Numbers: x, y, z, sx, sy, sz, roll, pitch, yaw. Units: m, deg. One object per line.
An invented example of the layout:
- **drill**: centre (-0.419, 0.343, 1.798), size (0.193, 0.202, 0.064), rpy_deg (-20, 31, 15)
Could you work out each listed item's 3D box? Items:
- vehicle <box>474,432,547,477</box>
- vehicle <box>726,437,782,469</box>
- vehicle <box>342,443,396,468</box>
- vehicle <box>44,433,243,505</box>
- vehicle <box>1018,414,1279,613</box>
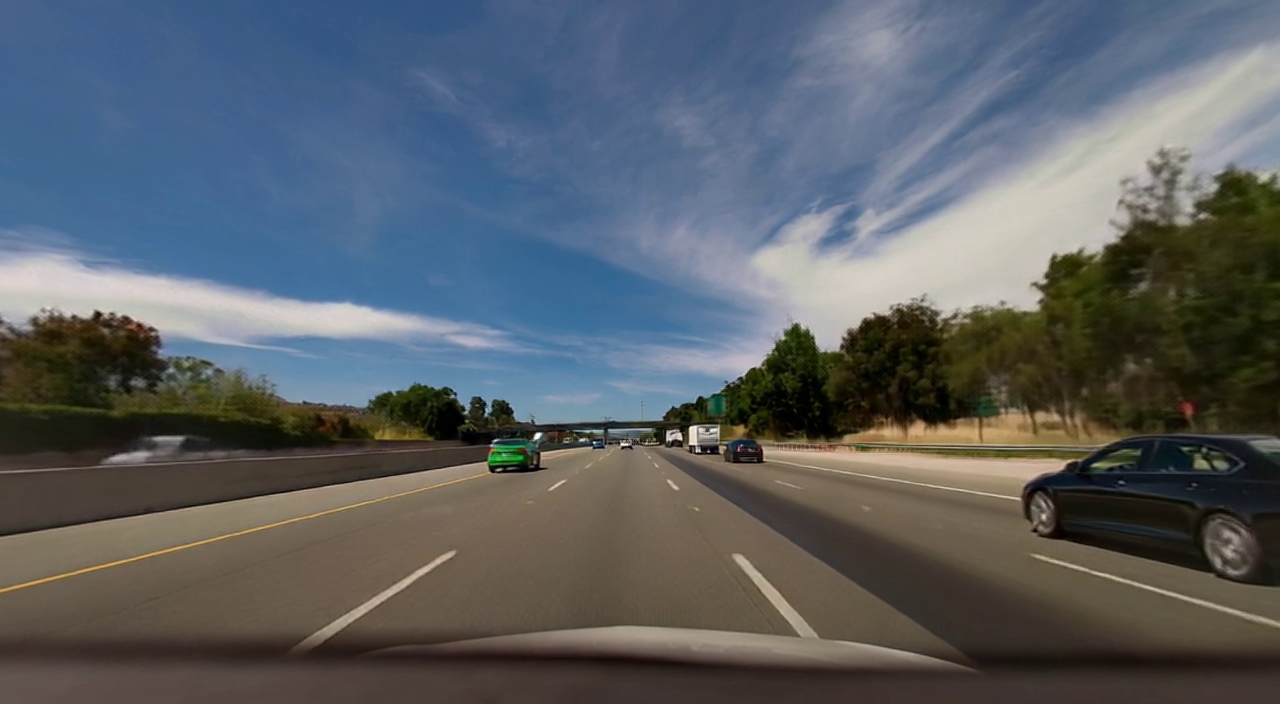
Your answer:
- **vehicle**: centre (-4.769, 3.818, 23.824), size (1.966, 1.570, 3.859), rpy_deg (0, -8, 0)
- **vehicle**: centre (5.427, 4.828, 30.475), size (1.920, 1.436, 3.890), rpy_deg (0, -8, -2)
- **vehicle**: centre (-16.928, 6.450, 39.524), size (1.761, 1.419, 3.733), rpy_deg (0, -8, 0)
- **vehicle**: centre (-12.956, 3.023, 16.866), size (1.902, 1.647, 4.241), rpy_deg (0, -8, -1)
- **vehicle**: centre (5.834, 1.362, 5.811), size (2.028, 1.488, 4.236), rpy_deg (0, -8, -1)
